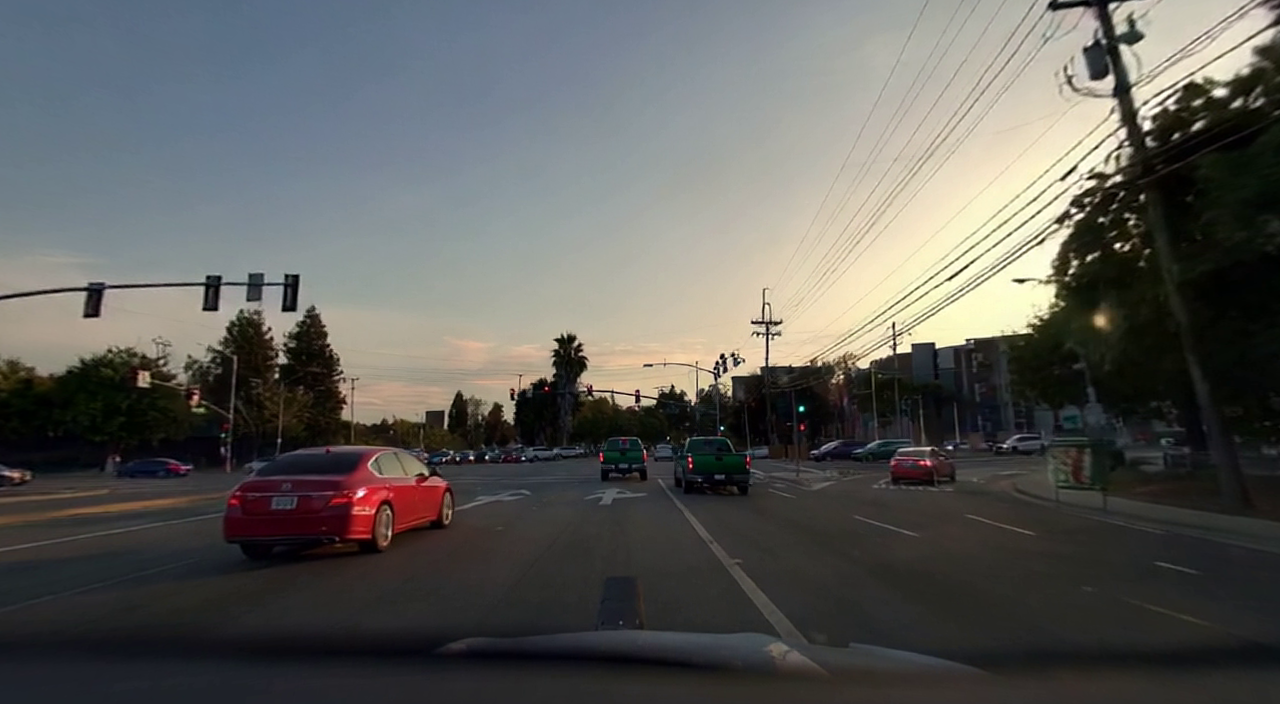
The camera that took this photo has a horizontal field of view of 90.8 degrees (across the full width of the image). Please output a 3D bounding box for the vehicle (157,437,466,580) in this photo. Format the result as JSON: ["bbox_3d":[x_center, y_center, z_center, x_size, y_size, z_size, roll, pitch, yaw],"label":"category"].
[{"bbox_3d":[-4.095,1.991,8.974,1.939,1.494,4.499,0,-8,0],"label":"vehicle"}]

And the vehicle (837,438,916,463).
[{"bbox_3d":[16.955,7.090,45.401,4.782,1.768,2.152,2,-9,-12],"label":"vehicle"}]

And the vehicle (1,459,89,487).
[{"bbox_3d":[-43.766,8.863,46.484,4.527,1.966,2.156,-1,-9,7],"label":"vehicle"}]

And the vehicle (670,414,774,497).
[{"bbox_3d":[2.819,3.861,23.955,2.905,2.636,6.895,0,-9,-1],"label":"vehicle"}]

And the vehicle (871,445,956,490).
[{"bbox_3d":[9.711,4.090,22.806,2.212,1.466,4.126,-3,-9,15],"label":"vehicle"}]

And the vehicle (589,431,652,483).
[{"bbox_3d":[-0.784,4.849,29.452,2.643,2.145,5.585,0,-8,1],"label":"vehicle"}]

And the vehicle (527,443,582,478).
[{"bbox_3d":[-4.433,5.710,33.543,2.273,1.749,4.385,0,-8,1],"label":"vehicle"}]
